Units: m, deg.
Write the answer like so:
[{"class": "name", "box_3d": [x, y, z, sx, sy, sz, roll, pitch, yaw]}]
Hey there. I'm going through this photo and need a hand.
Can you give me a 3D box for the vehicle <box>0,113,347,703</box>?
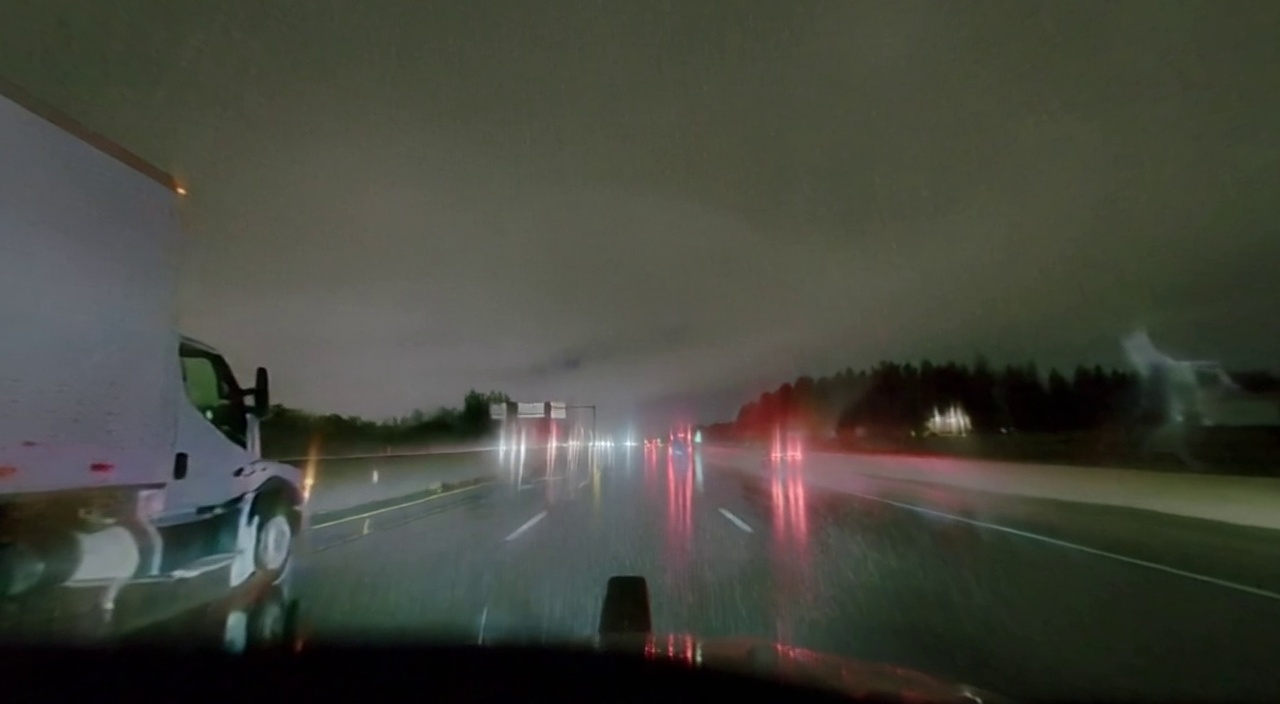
[{"class": "vehicle", "box_3d": [-3.893, 0.252, 2.258, 2.443, 2.586, 6.701, 0, -8, 0]}]
